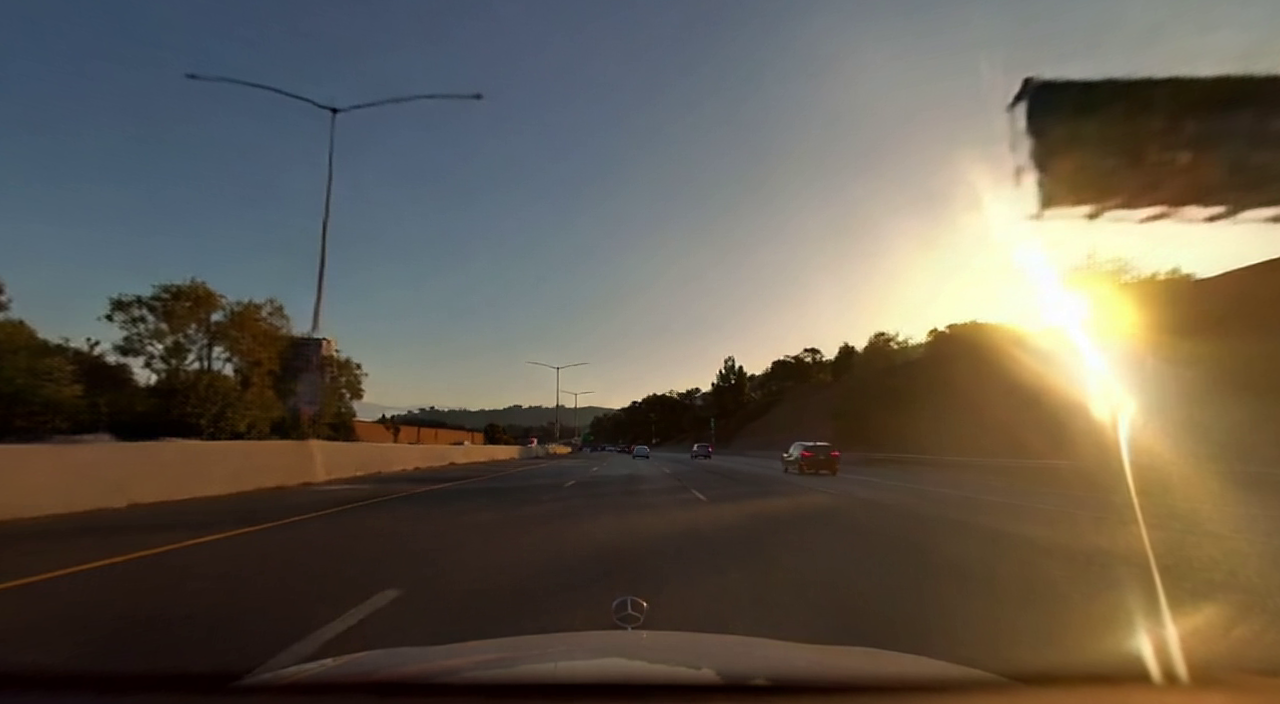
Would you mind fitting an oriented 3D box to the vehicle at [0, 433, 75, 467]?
[{"bbox_3d":[-33.874,5.317,34.345,2.000,1.707,4.481,0,-8,-1],"label":"vehicle"}]

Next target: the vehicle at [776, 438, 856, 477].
[{"bbox_3d":[7.560,4.572,27.603,2.031,1.524,4.657,1,-8,-2],"label":"vehicle"}]

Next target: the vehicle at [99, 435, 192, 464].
[{"bbox_3d":[-29.840,5.891,38.244,1.953,1.664,4.513,0,-8,0],"label":"vehicle"}]
